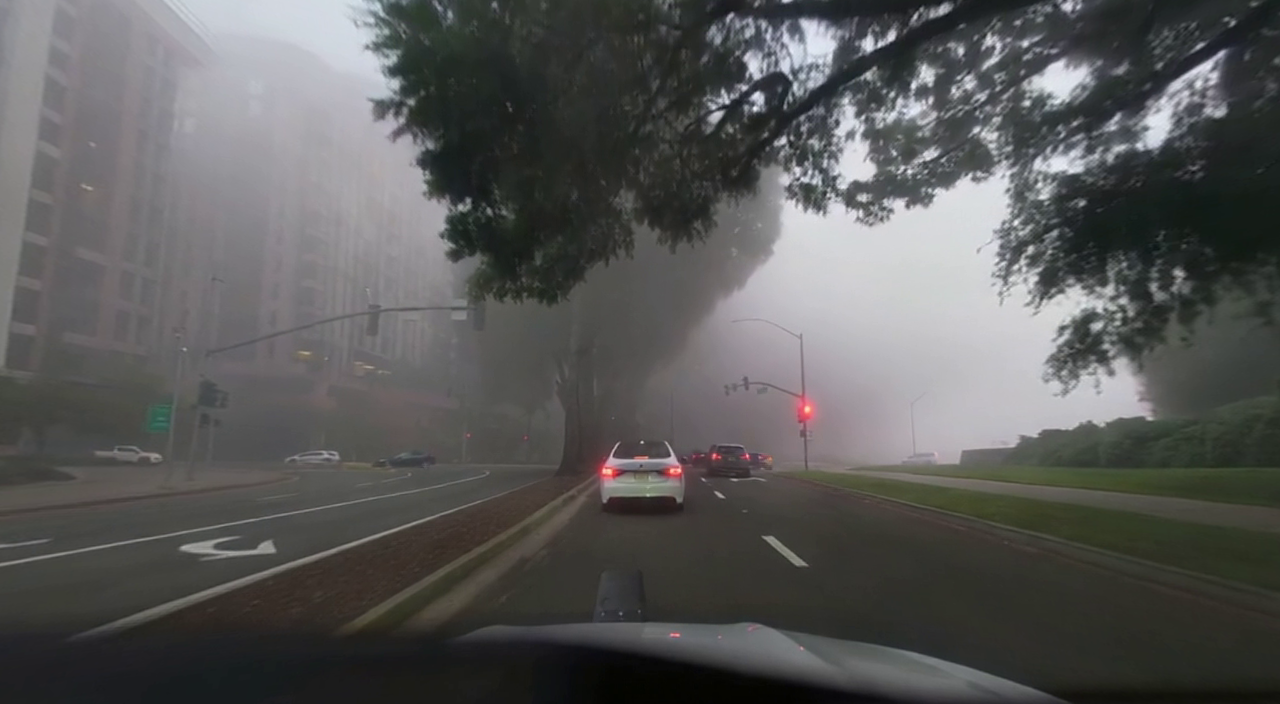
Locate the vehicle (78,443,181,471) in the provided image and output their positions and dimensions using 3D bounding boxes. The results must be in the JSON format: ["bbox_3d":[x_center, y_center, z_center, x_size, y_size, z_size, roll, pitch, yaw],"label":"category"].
[{"bbox_3d":[-34.161,7.021,42.377,4.877,1.754,1.978,1,-9,-10],"label":"vehicle"}]

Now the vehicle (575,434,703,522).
[{"bbox_3d":[0.042,2.462,12.901,2.173,1.479,4.264,0,-8,2],"label":"vehicle"}]

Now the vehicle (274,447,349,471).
[{"bbox_3d":[-24.842,8.095,47.909,4.575,1.718,2.008,2,-9,-10],"label":"vehicle"}]

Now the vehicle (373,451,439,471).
[{"bbox_3d":[-18.228,8.515,49.316,4.548,1.449,1.802,2,-9,-11],"label":"vehicle"}]

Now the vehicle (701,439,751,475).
[{"bbox_3d":[4.722,5.820,35.351,2.092,1.851,4.913,0,-8,0],"label":"vehicle"}]
